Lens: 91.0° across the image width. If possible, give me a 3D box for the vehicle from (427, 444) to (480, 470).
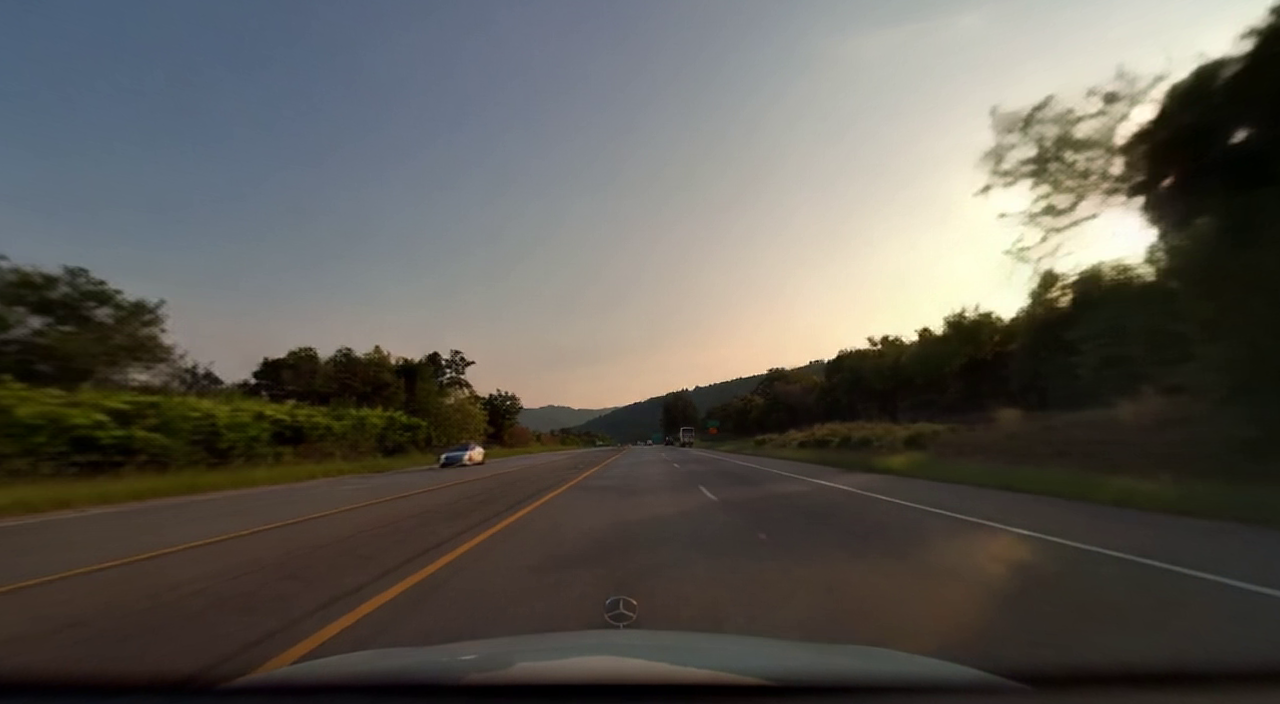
[{"bbox_3d":[-11.466,6.458,38.923,1.874,1.495,4.409,0,-8,1],"label":"vehicle"}]
